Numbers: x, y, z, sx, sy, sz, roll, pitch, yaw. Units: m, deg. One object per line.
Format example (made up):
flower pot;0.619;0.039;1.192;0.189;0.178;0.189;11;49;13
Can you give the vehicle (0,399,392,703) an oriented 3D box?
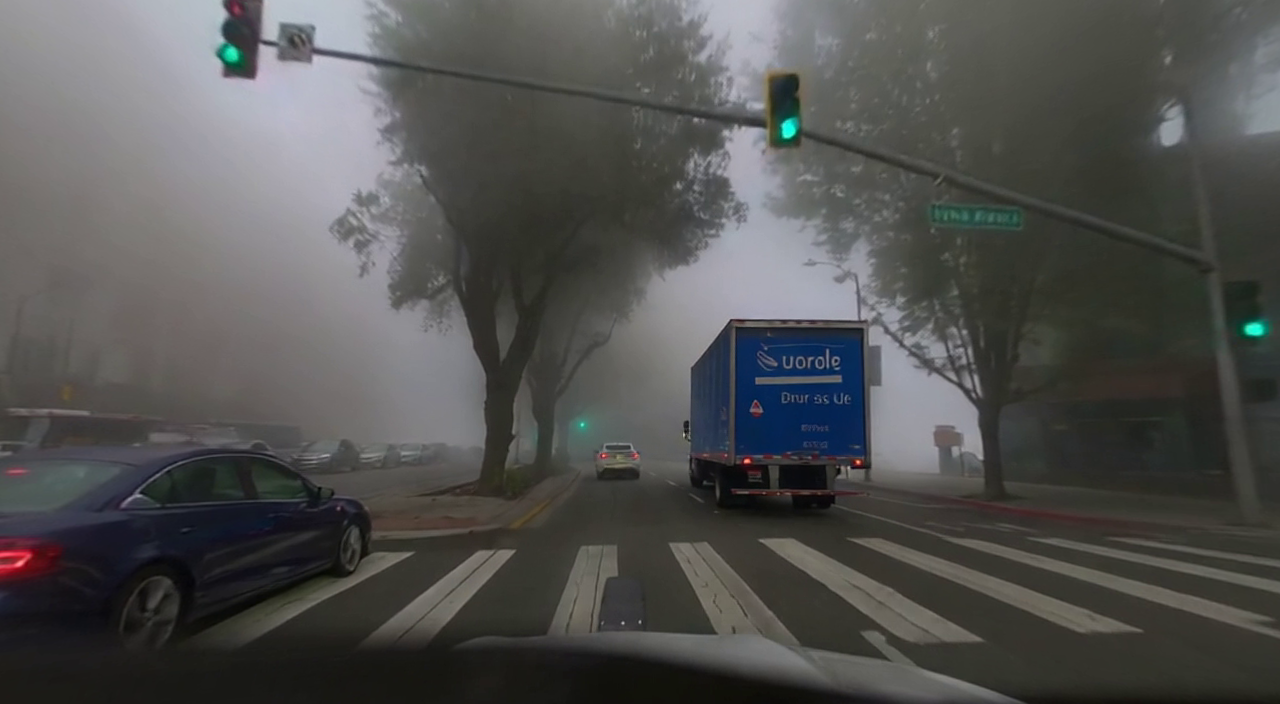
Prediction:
vehicle;-3.739;1.289;4.855;1.828;1.515;4.422;0;-8;0

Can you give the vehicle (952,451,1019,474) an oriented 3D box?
vehicle;24.591;7.843;44.670;4.391;1.492;1.972;4;-10;-28

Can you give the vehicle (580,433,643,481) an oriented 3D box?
vehicle;-1.226;4.312;26.058;2.388;1.811;4.455;0;-8;-4

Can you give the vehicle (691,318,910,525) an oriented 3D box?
vehicle;3.151;1.797;15.308;2.905;3.644;8.441;0;-8;-1

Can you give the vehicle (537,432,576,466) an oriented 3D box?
vehicle;-5.721;6.752;43.742;2.269;2.181;5.787;0;-8;-3
